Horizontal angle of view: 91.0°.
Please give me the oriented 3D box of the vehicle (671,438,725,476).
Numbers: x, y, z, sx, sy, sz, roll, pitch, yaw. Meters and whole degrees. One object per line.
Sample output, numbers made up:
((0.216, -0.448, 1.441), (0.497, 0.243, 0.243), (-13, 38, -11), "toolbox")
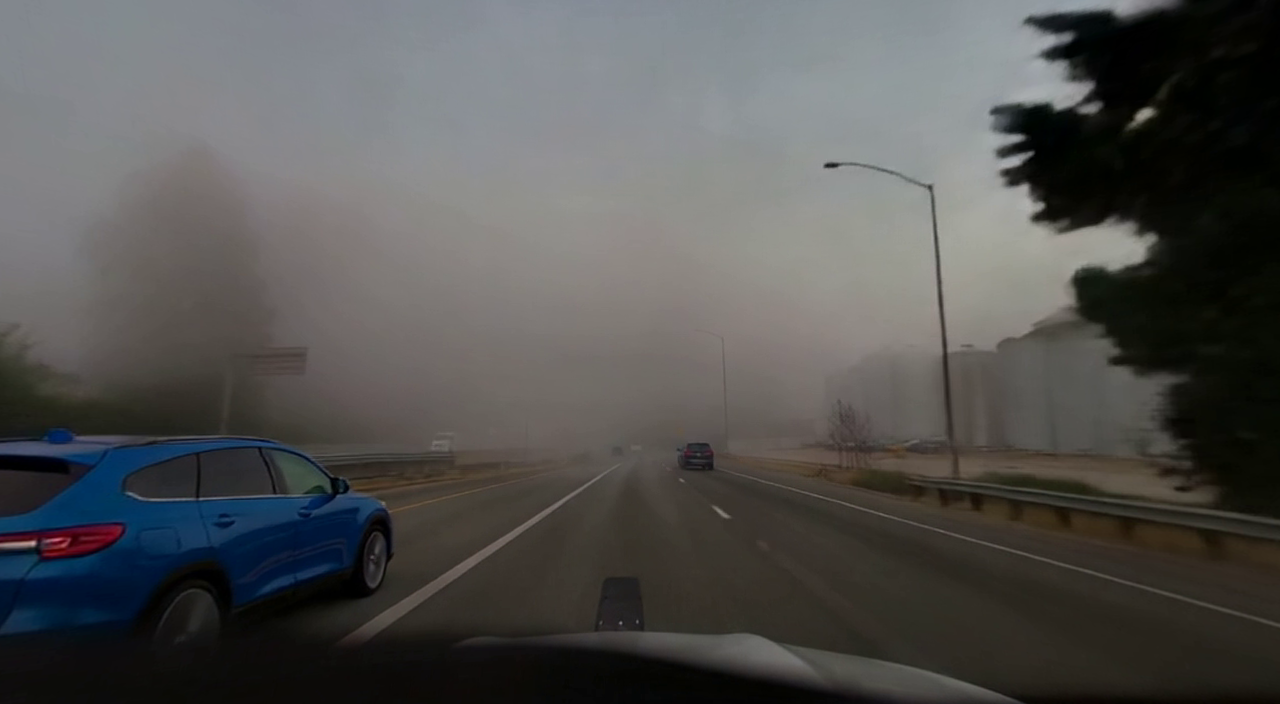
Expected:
((2.931, 5.462, 33.028), (2.296, 1.790, 5.067), (0, -9, -1), "vehicle")
